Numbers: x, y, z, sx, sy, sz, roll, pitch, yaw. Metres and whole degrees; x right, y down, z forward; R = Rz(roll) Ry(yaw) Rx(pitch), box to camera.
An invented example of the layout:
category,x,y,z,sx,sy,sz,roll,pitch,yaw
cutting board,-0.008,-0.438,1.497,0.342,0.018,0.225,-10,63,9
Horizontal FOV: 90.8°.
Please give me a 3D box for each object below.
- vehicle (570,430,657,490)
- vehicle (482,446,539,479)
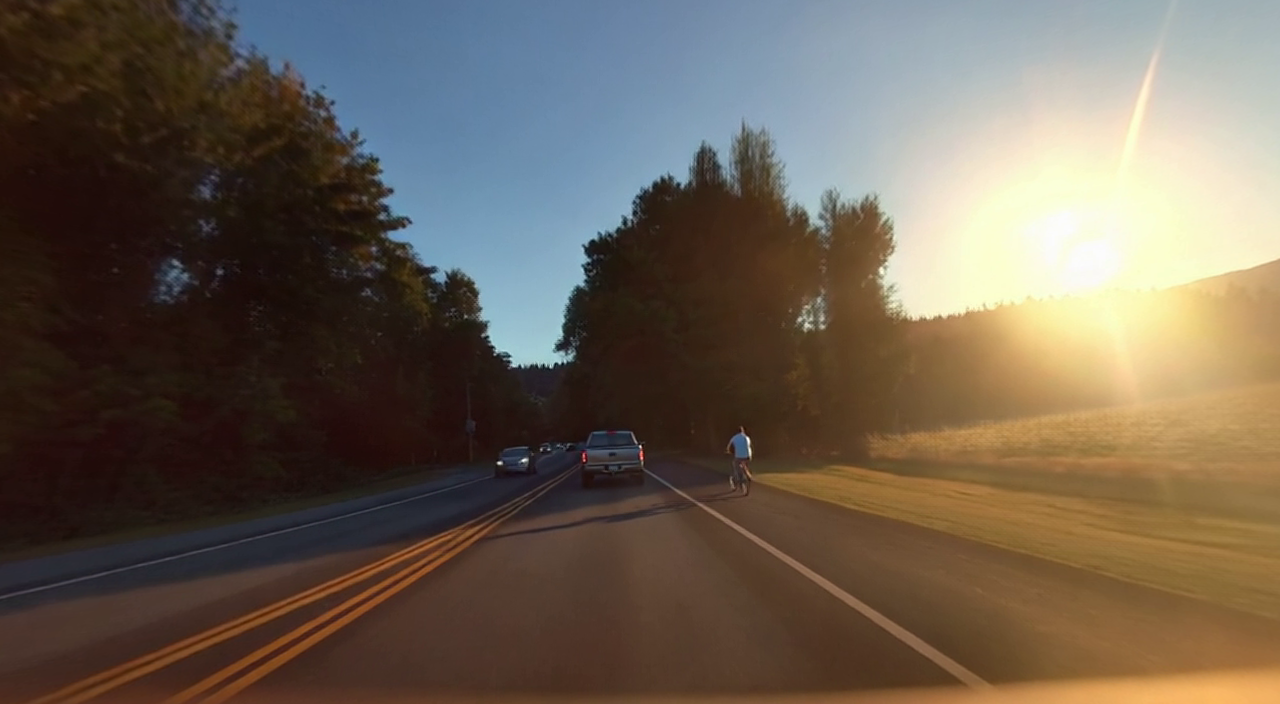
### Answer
category,x,y,z,sx,sy,sz,roll,pitch,yaw
vehicle,-0.911,3.700,22.041,2.631,1.798,5.331,0,-8,-2
vehicle,-6.514,5.590,32.281,2.118,1.513,4.602,0,-8,-3
